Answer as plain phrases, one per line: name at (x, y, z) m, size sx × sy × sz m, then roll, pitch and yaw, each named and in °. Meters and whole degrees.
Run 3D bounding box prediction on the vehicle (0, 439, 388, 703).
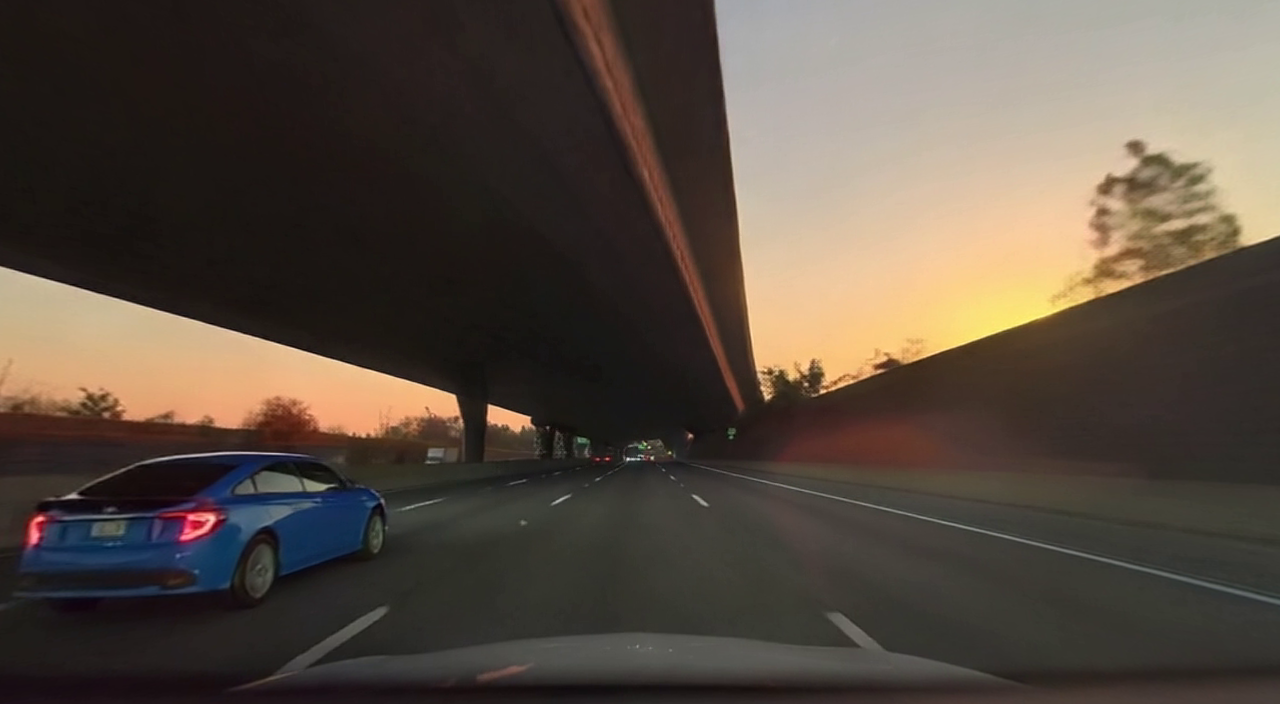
vehicle at (-3.926, 1.516, 5.352) m, size 1.935 × 1.479 × 3.787 m, roll 0°, pitch -9°, yaw 1°
